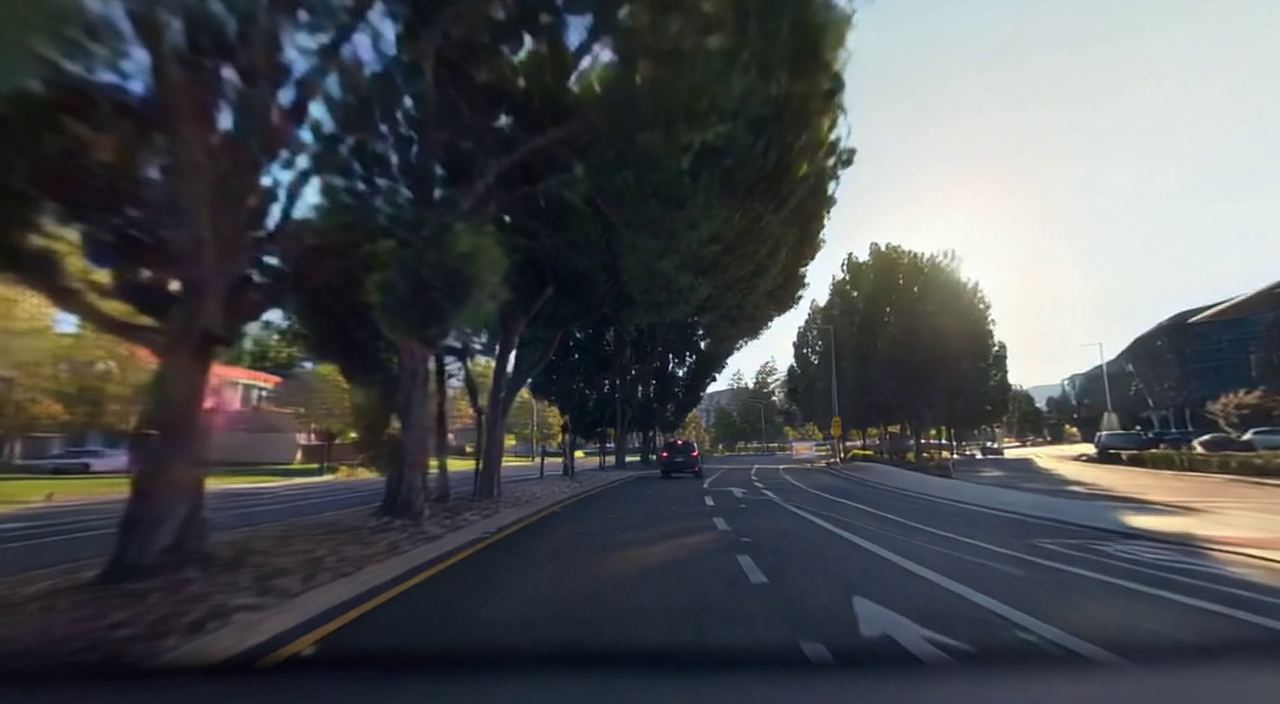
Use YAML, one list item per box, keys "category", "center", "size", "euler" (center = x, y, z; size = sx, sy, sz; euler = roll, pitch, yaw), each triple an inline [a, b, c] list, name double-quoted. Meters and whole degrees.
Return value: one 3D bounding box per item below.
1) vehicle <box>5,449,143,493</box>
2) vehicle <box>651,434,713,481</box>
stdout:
- category: "vehicle"
  center: [-21.615, 4.516, 24.254]
  size: [1.829, 1.501, 4.149]
  euler: [1, -9, -8]
- category: "vehicle"
  center: [2.059, 4.780, 28.855]
  size: [2.371, 1.926, 5.615]
  euler: [-1, -9, 8]
